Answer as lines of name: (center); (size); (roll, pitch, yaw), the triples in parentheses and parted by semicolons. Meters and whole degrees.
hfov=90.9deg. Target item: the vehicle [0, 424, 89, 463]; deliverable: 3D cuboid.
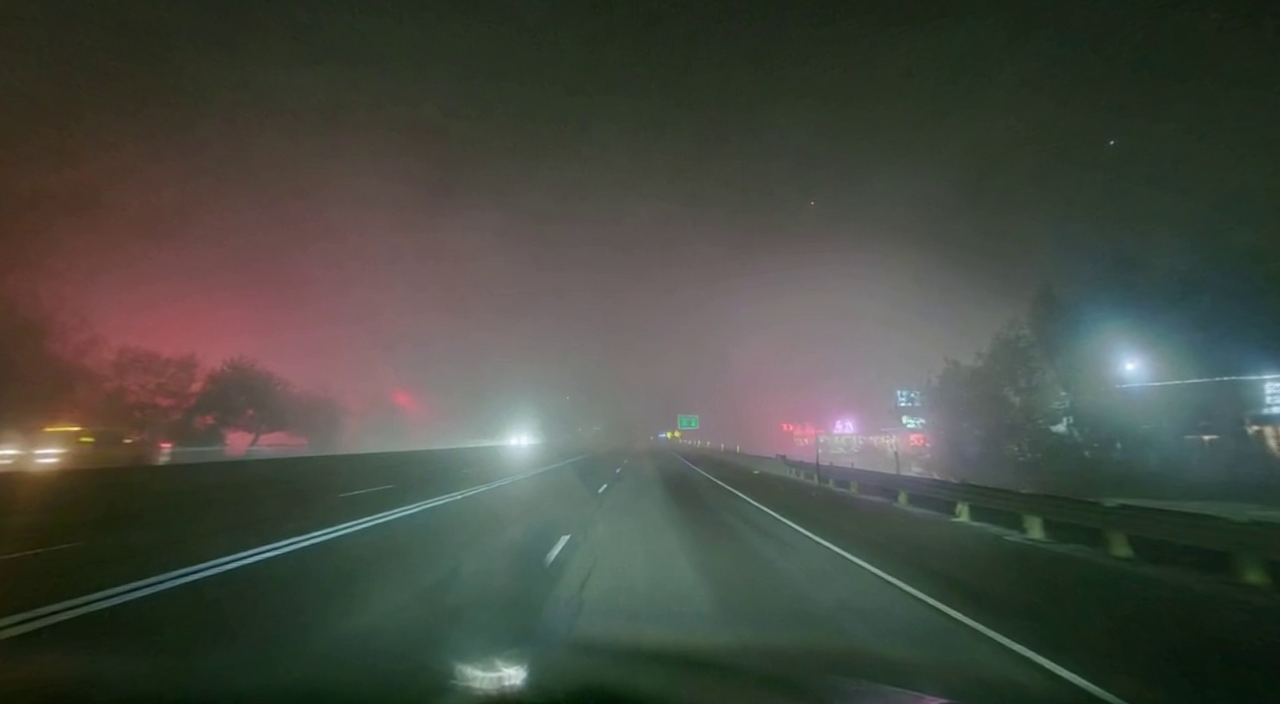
vehicle: (-25.141, 3.774, 25.890); (1.799, 1.466, 3.554); (0, -9, -2)
